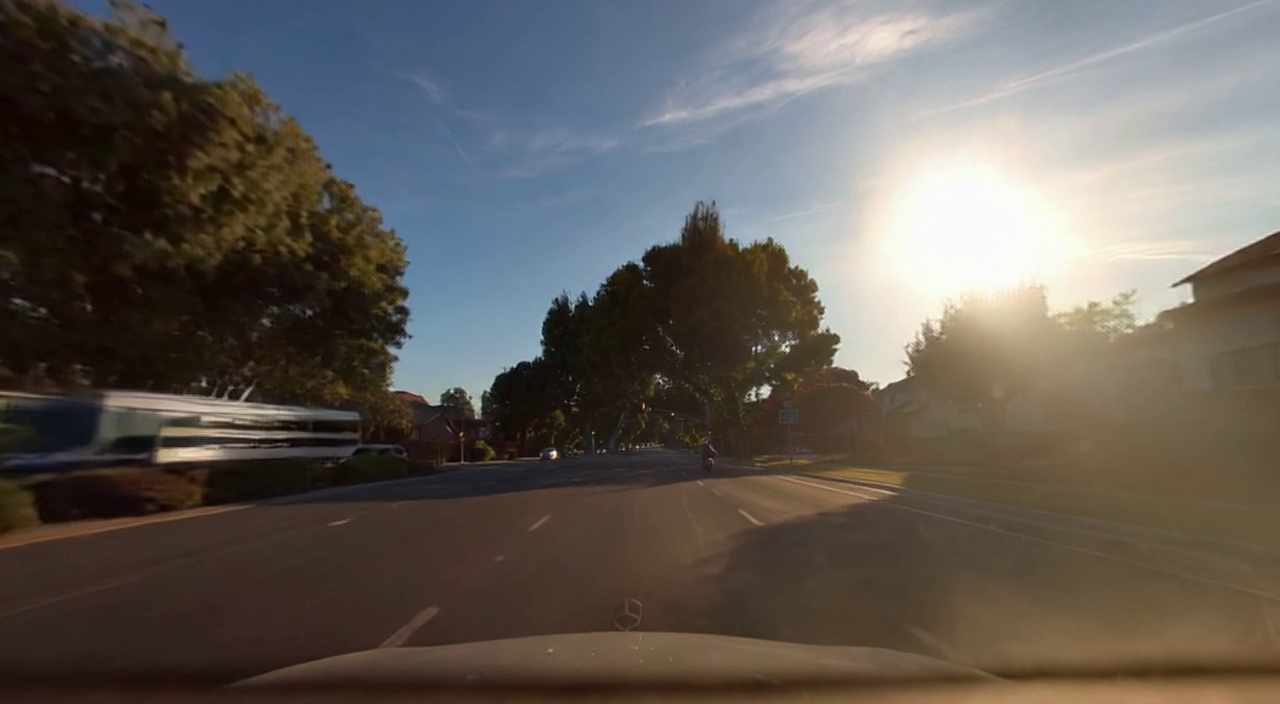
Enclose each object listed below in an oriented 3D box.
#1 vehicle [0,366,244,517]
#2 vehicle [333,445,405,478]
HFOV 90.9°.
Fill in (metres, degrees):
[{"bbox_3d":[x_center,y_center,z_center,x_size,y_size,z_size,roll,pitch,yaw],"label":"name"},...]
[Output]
[{"bbox_3d":[-17.216,2.931,20.710,3.027,3.971,8.006,-1,-8,1],"label":"vehicle"},{"bbox_3d":[-13.560,5.495,31.769,1.899,1.522,3.865,0,-9,0],"label":"vehicle"}]
